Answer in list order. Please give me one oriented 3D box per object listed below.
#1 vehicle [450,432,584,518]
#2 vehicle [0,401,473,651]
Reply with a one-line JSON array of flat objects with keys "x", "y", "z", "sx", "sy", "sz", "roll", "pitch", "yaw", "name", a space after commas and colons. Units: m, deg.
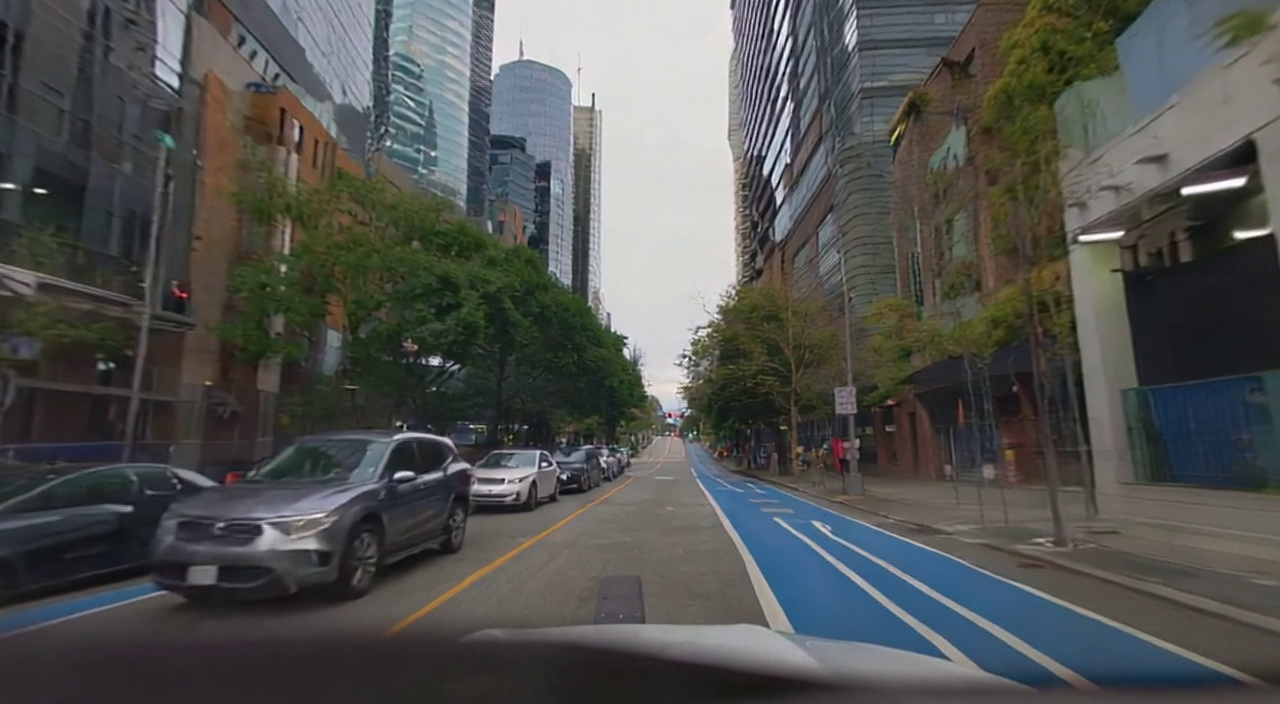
[{"x": -2.887, "y": 3.032, "z": 16.093, "sx": 2.225, "sy": 1.848, "sz": 4.472, "roll": -1, "pitch": -9, "yaw": 4, "name": "vehicle"}, {"x": -3.693, "y": 1.623, "z": 7.038, "sx": 2.173, "sy": 1.814, "sz": 4.573, "roll": -1, "pitch": -9, "yaw": 3, "name": "vehicle"}]
